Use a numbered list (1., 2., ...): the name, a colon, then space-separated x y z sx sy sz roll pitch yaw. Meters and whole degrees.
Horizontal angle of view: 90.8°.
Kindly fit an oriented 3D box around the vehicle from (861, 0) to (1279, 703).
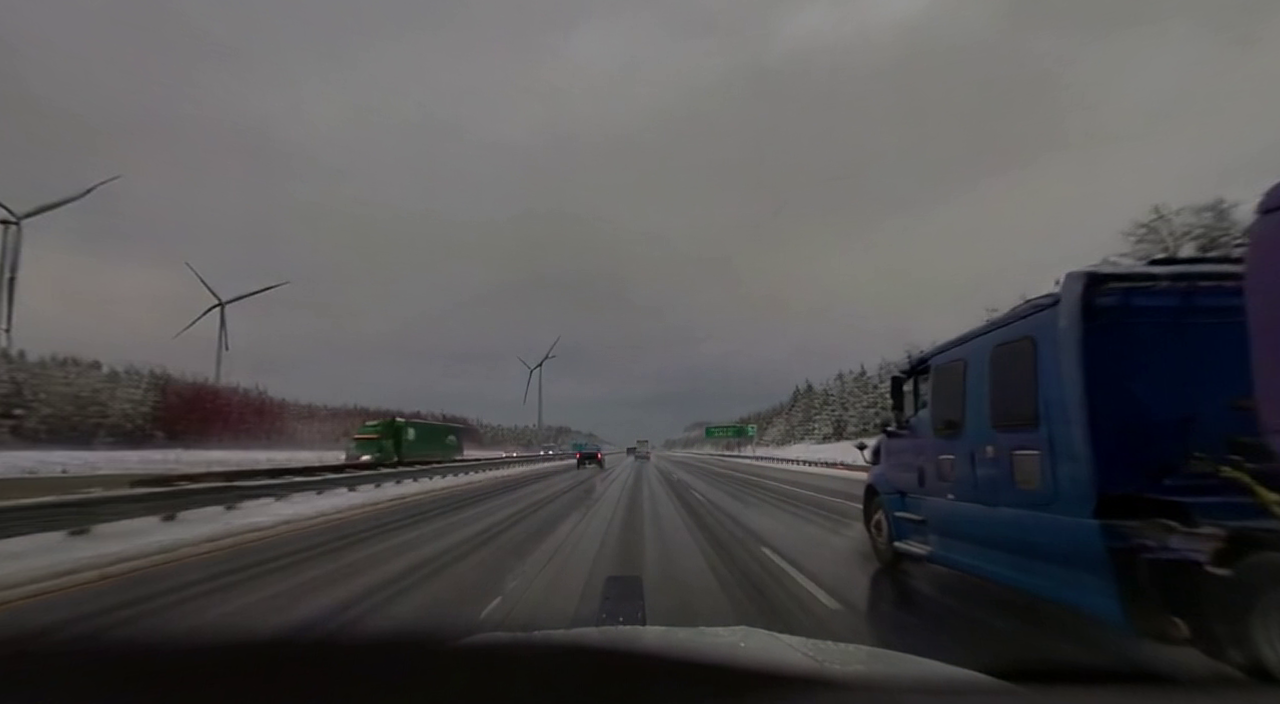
1. vehicle: 3.734 -0.068 3.155 2.983 3.940 5.919 0 -9 0

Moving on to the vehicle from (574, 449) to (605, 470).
1. vehicle: -3.720 8.016 47.278 1.952 1.521 4.095 0 -9 1

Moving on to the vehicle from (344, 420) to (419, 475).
1. vehicle: -19.147 7.134 47.230 2.992 3.809 5.910 0 -9 0

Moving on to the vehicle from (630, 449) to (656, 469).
1. vehicle: 0.205 8.065 47.713 1.931 1.453 3.695 0 -9 0
